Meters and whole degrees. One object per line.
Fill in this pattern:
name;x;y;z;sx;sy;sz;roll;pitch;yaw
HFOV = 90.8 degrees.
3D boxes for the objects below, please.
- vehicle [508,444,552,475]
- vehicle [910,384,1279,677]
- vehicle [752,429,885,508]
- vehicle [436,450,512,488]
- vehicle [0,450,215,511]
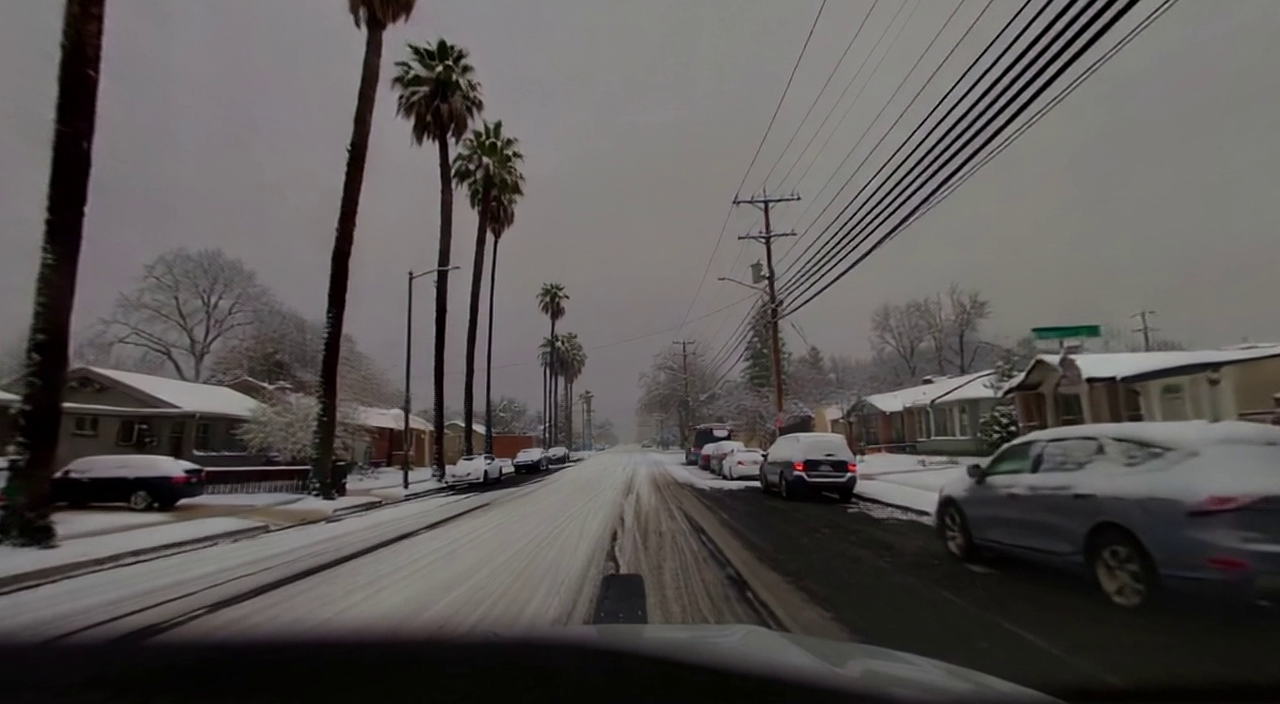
vehicle;-7.415;7.278;42.970;2.077;1.888;4.551;-2;-8;2
vehicle;4.716;1.415;6.129;1.922;1.761;4.633;0;-8;-3
vehicle;4.634;3.103;17.325;2.115;1.826;4.871;0;-8;-1
vehicle;-7.215;5.129;27.987;2.013;1.483;4.645;0;-8;1
vehicle;-14.294;3.420;17.030;4.305;1.505;1.793;0;-8;-1
